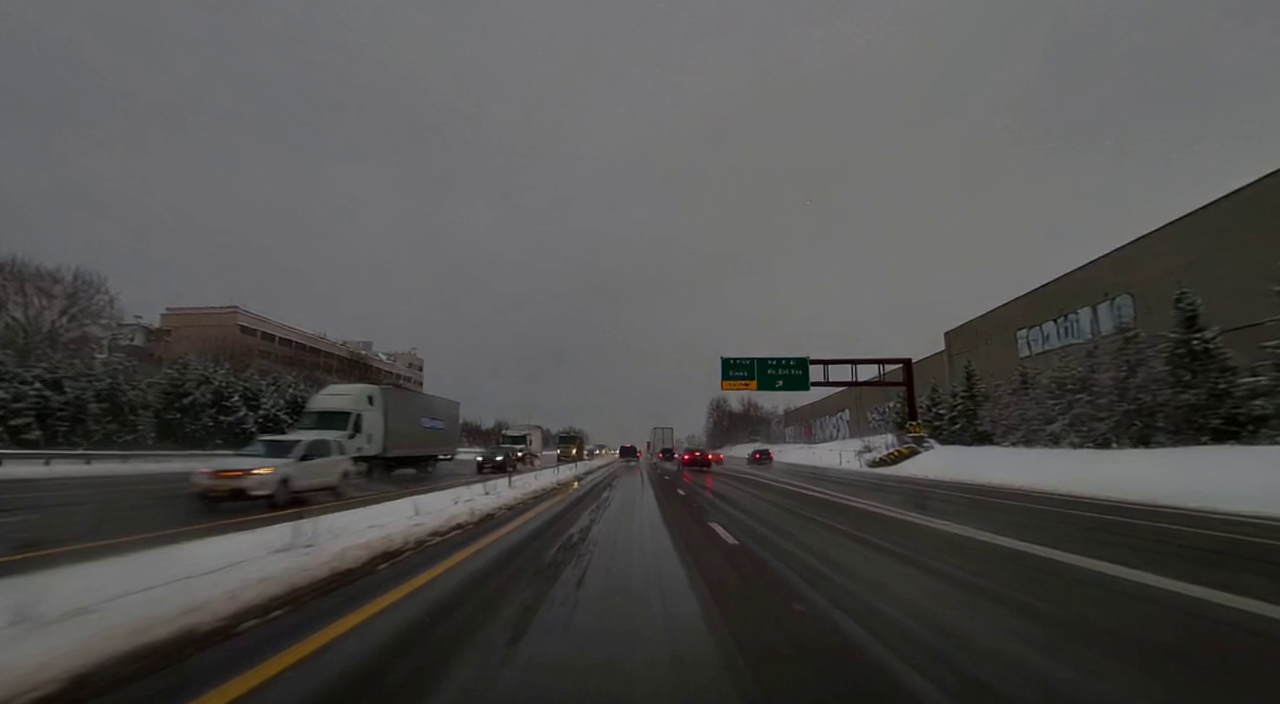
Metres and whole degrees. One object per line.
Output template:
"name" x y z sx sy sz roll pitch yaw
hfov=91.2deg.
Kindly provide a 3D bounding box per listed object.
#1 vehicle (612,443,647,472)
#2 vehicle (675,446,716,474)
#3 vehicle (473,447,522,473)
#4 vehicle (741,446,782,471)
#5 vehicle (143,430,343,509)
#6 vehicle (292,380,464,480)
"vehicle" -0.641 6.821 40.808 2.169 1.753 4.151 0 -9 0
"vehicle" 3.309 6.587 38.425 2.045 1.605 4.674 0 -9 -1
"vehicle" -8.638 6.558 38.280 1.907 1.470 4.436 0 -9 0
"vehicle" 8.604 7.594 44.763 2.107 1.648 4.324 0 -9 1
"vehicle" -8.830 2.643 14.459 1.914 1.539 4.034 0 -9 0
"vehicle" -12.714 4.254 32.773 2.905 4.059 14.156 0 -9 0
